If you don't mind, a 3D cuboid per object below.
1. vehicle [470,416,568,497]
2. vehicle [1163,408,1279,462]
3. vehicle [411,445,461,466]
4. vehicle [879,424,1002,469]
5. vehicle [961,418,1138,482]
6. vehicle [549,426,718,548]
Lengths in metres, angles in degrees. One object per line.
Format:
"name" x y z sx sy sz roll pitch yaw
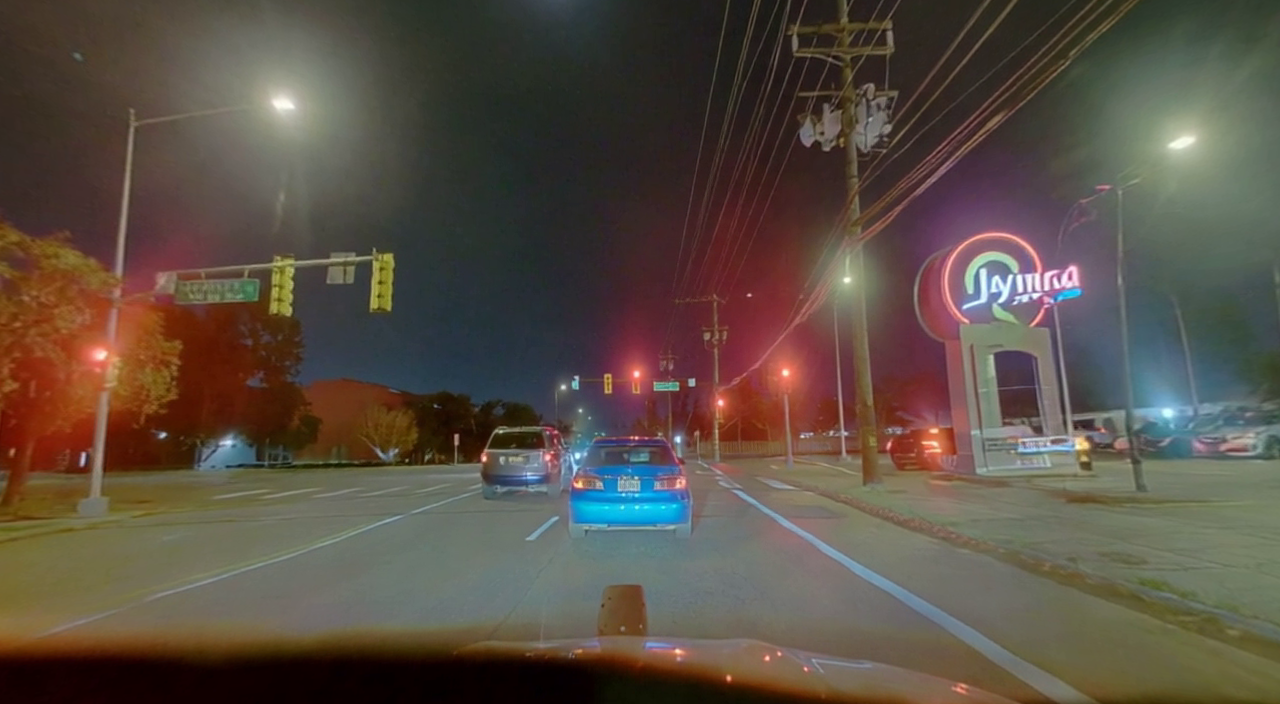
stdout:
"vehicle" -3.089 2.765 17.027 2.106 1.852 4.512 1 -8 -5
"vehicle" 18.710 2.616 19.716 4.446 1.511 1.977 4 -10 -29
"vehicle" -15.558 7.824 47.937 2.111 1.511 4.641 6 -10 -36
"vehicle" 10.631 3.399 22.752 1.842 1.471 4.481 1 -8 -6
"vehicle" 10.549 2.574 16.716 1.888 1.455 4.268 0 -8 1
"vehicle" -0.145 1.970 9.920 2.070 1.481 4.216 0 -8 -2
